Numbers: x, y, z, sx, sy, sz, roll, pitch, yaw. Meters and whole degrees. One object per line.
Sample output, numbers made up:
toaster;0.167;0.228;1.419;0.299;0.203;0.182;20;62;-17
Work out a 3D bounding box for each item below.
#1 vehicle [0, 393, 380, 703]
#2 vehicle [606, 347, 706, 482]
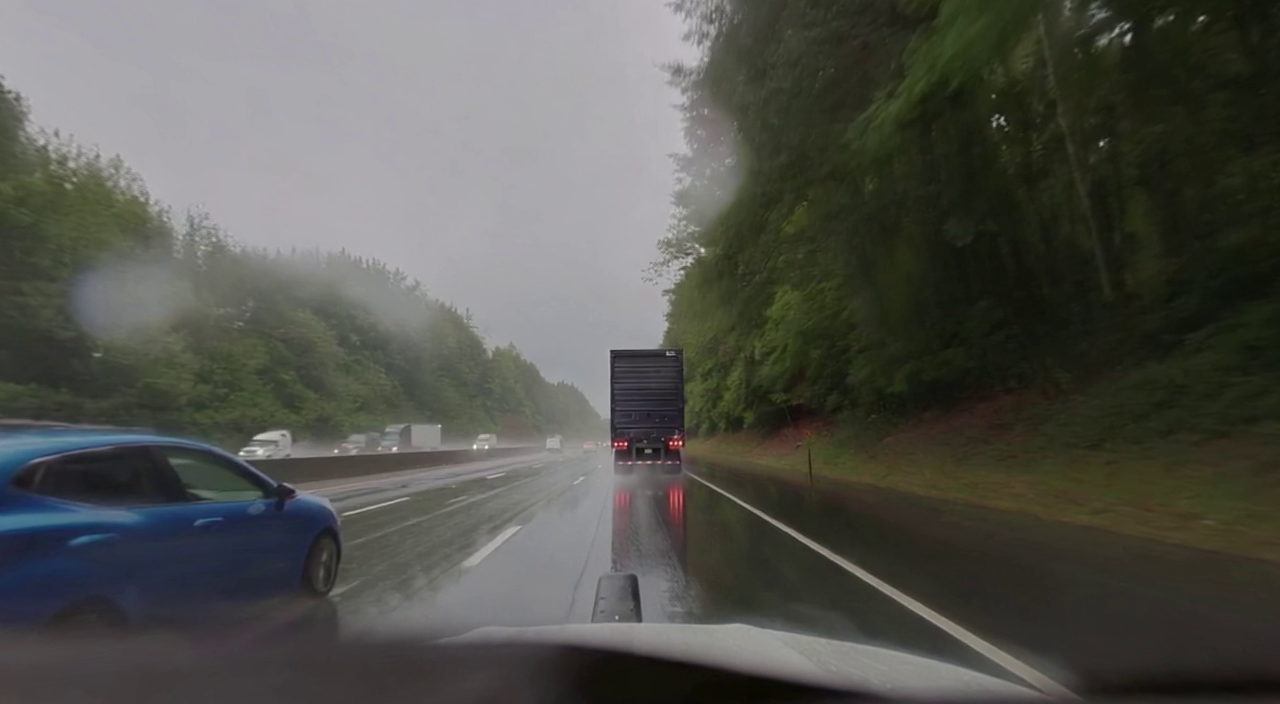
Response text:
vehicle;-3.539;1.170;4.117;1.854;1.530;4.268;0;-8;0
vehicle;0.472;2.675;24.949;3.073;4.196;10.546;0;-8;0
